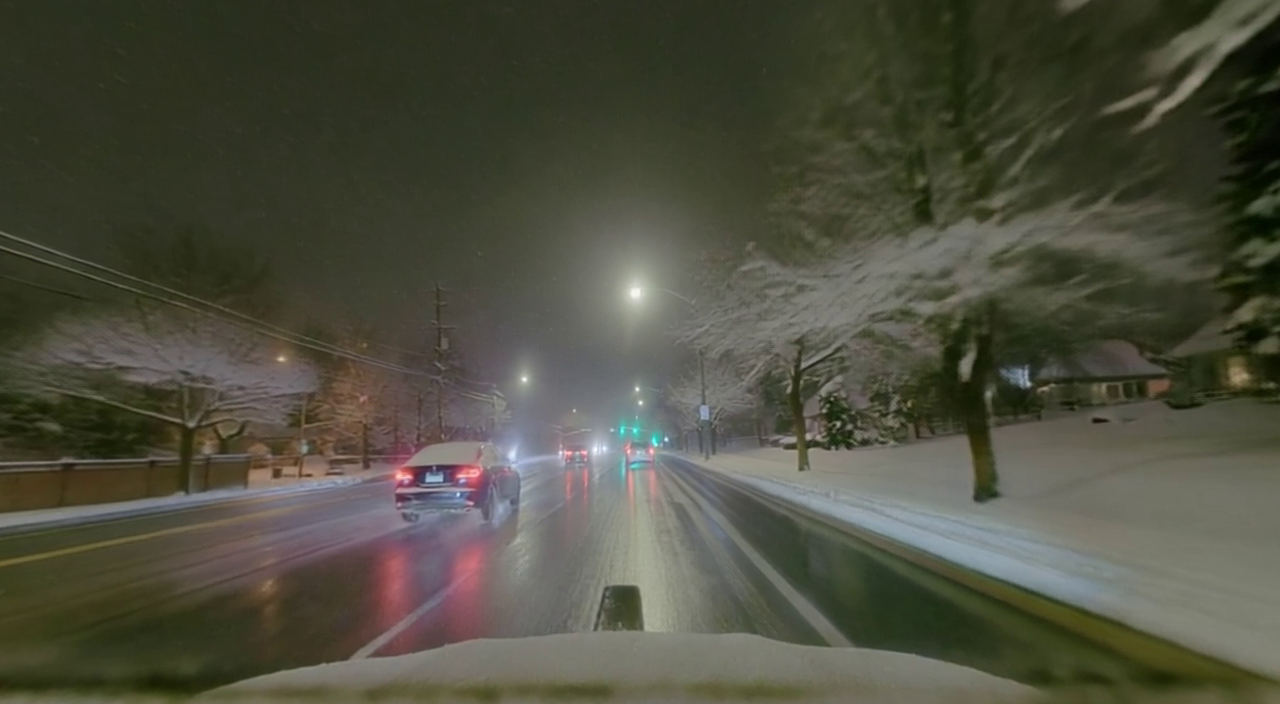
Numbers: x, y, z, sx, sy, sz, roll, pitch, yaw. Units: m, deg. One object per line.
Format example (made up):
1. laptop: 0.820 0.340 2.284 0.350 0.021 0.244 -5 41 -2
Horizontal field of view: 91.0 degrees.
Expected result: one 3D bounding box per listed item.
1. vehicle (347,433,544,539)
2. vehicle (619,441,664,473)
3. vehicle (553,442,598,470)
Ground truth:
1. vehicle: -3.079 2.226 11.114 2.030 1.467 4.403 0 -9 1
2. vehicle: 0.052 5.096 30.723 2.065 1.456 4.099 0 -9 0
3. vehicle: -3.617 5.886 35.831 2.114 1.500 3.912 0 -9 0
